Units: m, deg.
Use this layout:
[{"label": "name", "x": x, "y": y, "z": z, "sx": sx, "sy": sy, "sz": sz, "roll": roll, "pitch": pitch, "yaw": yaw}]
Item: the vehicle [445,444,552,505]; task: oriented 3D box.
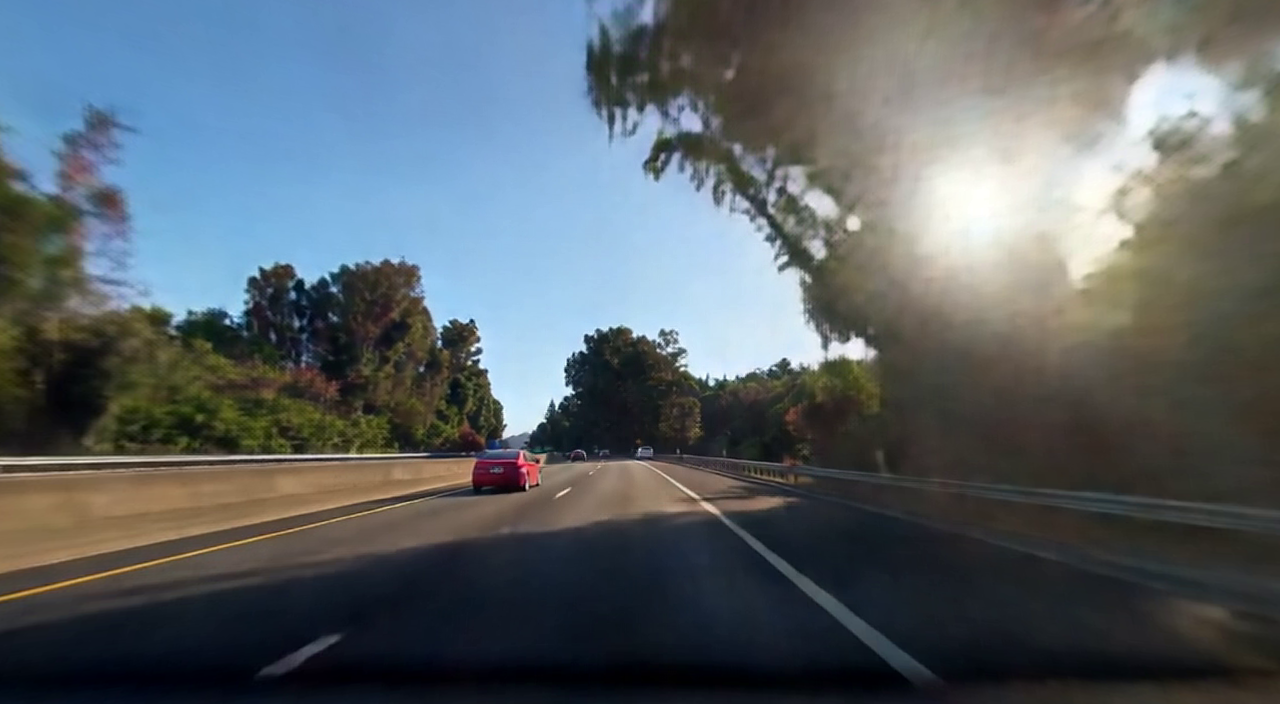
[{"label": "vehicle", "x": -3.917, "y": 3.466, "z": 18.393, "sx": 1.957, "sy": 1.499, "sz": 4.965, "roll": 0, "pitch": -9, "yaw": 0}]

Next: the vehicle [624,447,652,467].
[{"label": "vehicle", "x": -0.202, "y": 8.228, "z": 49.458, "sx": 2.031, "sy": 1.483, "sz": 3.417, "roll": 0, "pitch": -9, "yaw": -2}]
